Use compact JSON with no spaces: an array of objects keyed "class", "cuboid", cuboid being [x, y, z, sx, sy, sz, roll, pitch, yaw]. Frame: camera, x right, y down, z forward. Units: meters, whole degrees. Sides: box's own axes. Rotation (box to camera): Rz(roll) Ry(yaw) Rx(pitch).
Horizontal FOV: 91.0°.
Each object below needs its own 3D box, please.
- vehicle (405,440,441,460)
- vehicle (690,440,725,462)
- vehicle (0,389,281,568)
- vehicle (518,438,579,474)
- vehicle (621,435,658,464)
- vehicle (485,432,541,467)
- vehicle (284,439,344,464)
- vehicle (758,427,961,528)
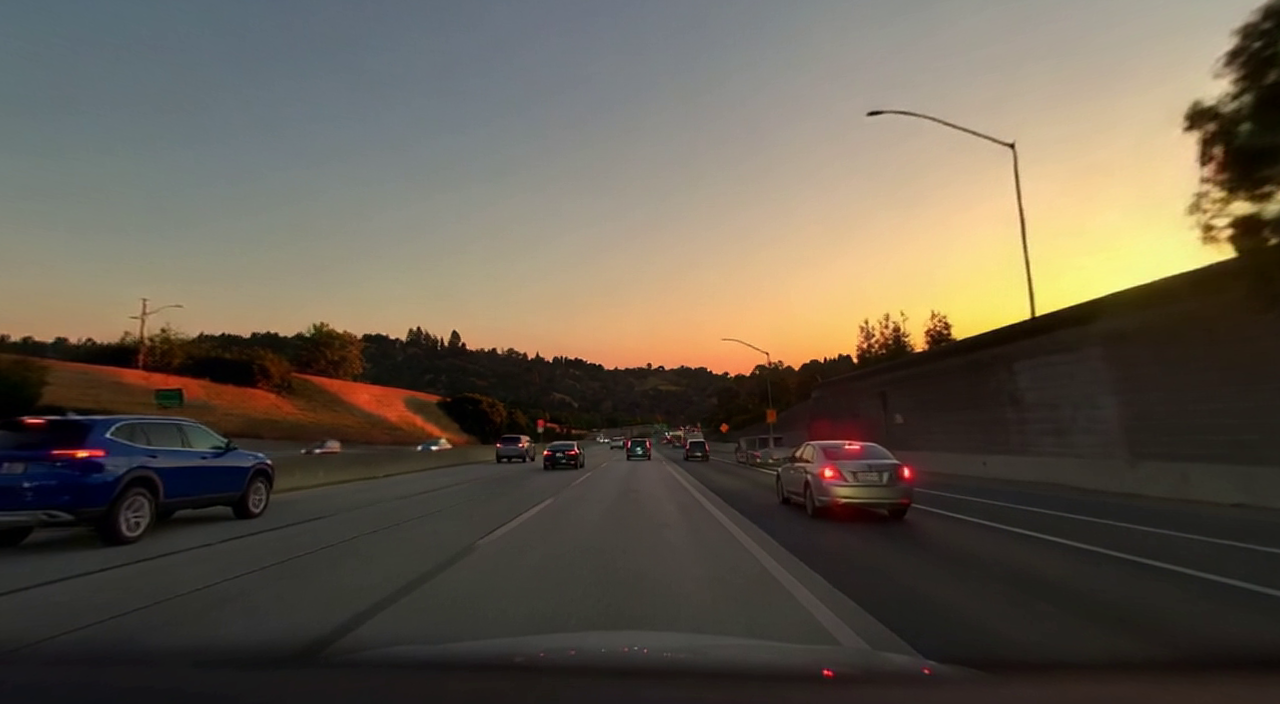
[{"class":"vehicle","cuboid":[-17.120,7.742,49.851,1.635,1.463,3.655,0,-8,-2]},{"class":"vehicle","cuboid":[4.646,6.916,44.048,1.944,1.465,4.245,0,-9,0]},{"class":"vehicle","cuboid":[-7.475,1.655,8.854,2.142,1.849,4.566,0,-9,-1]},{"class":"vehicle","cuboid":[-3.994,4.619,28.174,2.071,1.478,4.130,0,-9,1]},{"class":"vehicle","cuboid":[-0.047,6.080,39.350,2.158,1.706,4.219,0,-9,-1]},{"class":"vehicle","cuboid":[-6.964,5.409,35.046,2.111,1.811,4.391,0,-9,1]},{"class":"vehicle","cuboid":[-20.669,6.338,40.037,1.817,1.490,3.694,0,-9,0]},{"class":"vehicle","cuboid":[3.730,2.239,11.770,2.141,1.507,4.510,0,-9,0]}]
